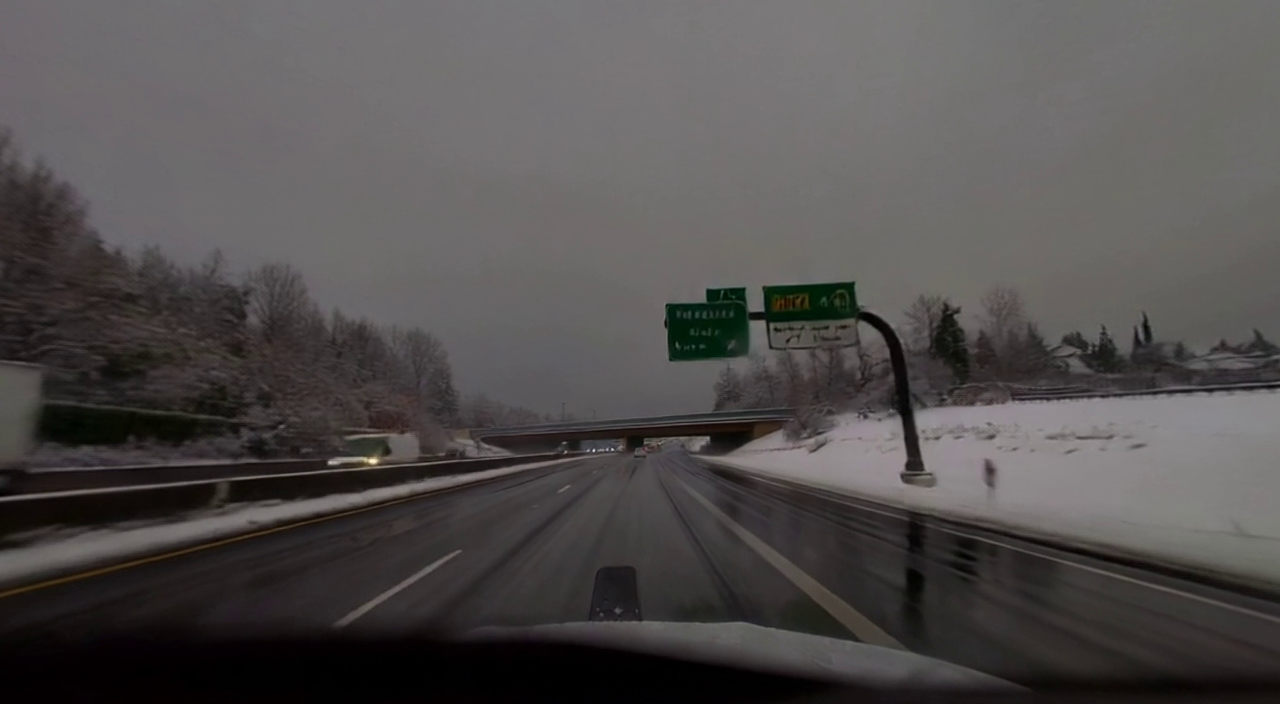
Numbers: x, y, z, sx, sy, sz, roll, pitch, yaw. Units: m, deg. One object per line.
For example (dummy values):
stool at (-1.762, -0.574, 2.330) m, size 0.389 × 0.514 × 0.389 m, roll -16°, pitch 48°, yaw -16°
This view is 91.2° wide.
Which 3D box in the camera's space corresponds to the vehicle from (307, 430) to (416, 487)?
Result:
vehicle at (-12.890, 4.981, 29.584) m, size 2.347 × 2.351 × 5.933 m, roll -1°, pitch -9°, yaw 1°
